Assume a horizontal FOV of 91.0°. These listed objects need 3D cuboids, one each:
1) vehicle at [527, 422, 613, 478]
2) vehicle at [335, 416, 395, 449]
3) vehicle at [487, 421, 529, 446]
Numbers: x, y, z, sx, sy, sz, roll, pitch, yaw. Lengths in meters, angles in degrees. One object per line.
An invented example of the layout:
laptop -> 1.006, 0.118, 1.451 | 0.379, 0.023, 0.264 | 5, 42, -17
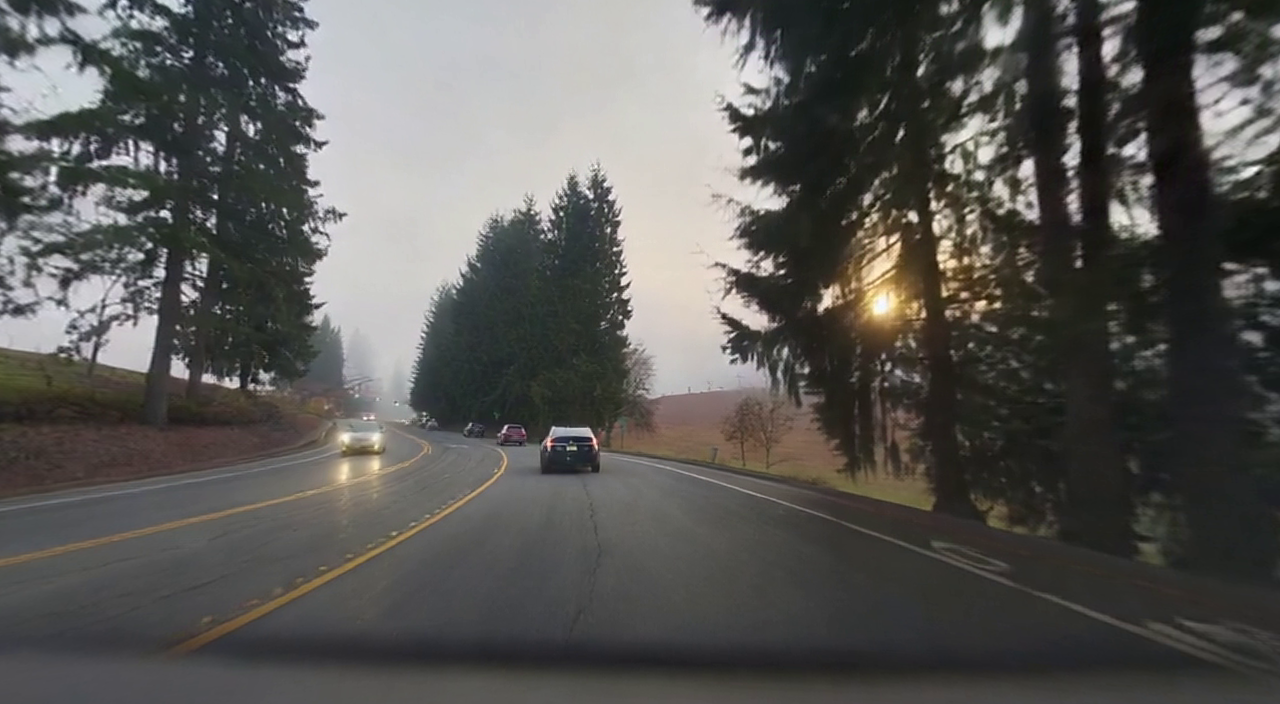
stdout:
vehicle -> -2.237, 2.928, 19.095 | 2.296, 1.510, 4.068 | 1, -8, -10
vehicle -> -13.596, 4.050, 31.362 | 2.126, 1.493, 4.748 | 2, -8, -17
vehicle -> -8.763, 5.385, 41.484 | 2.080, 1.530, 3.719 | 3, -8, -22
